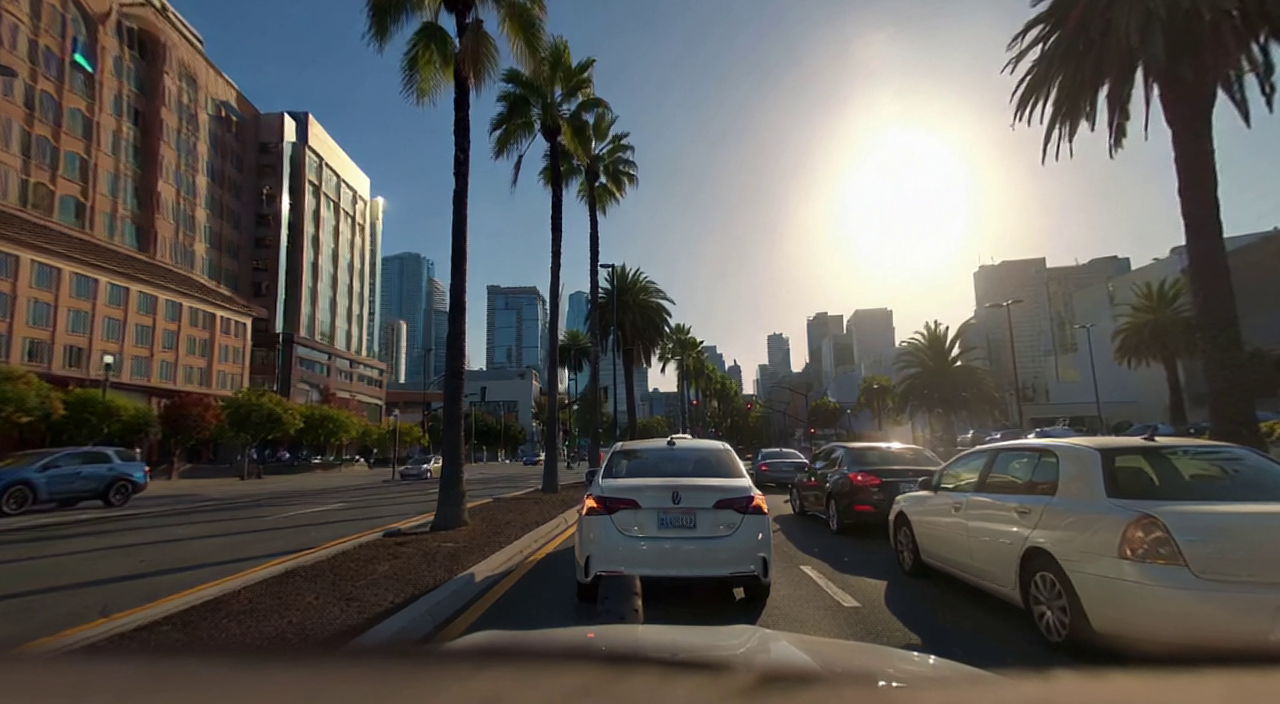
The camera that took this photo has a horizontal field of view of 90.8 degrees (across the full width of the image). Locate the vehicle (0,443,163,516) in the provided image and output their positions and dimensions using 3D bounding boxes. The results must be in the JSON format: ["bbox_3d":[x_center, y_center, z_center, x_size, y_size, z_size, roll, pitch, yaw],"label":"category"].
[{"bbox_3d":[-17.430,3.642,18.585,2.247,1.868,5.132,-2,-9,9],"label":"vehicle"}]

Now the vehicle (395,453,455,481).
[{"bbox_3d":[-13.468,7.195,39.779,1.801,1.563,4.015,-2,-9,9],"label":"vehicle"}]

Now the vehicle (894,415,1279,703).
[{"bbox_3d":[3.640,1.298,4.578,1.913,1.469,4.425,-1,-9,3],"label":"vehicle"}]

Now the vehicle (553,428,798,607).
[{"bbox_3d":[0.336,1.697,7.300,2.078,1.503,3.681,0,-9,1],"label":"vehicle"}]
